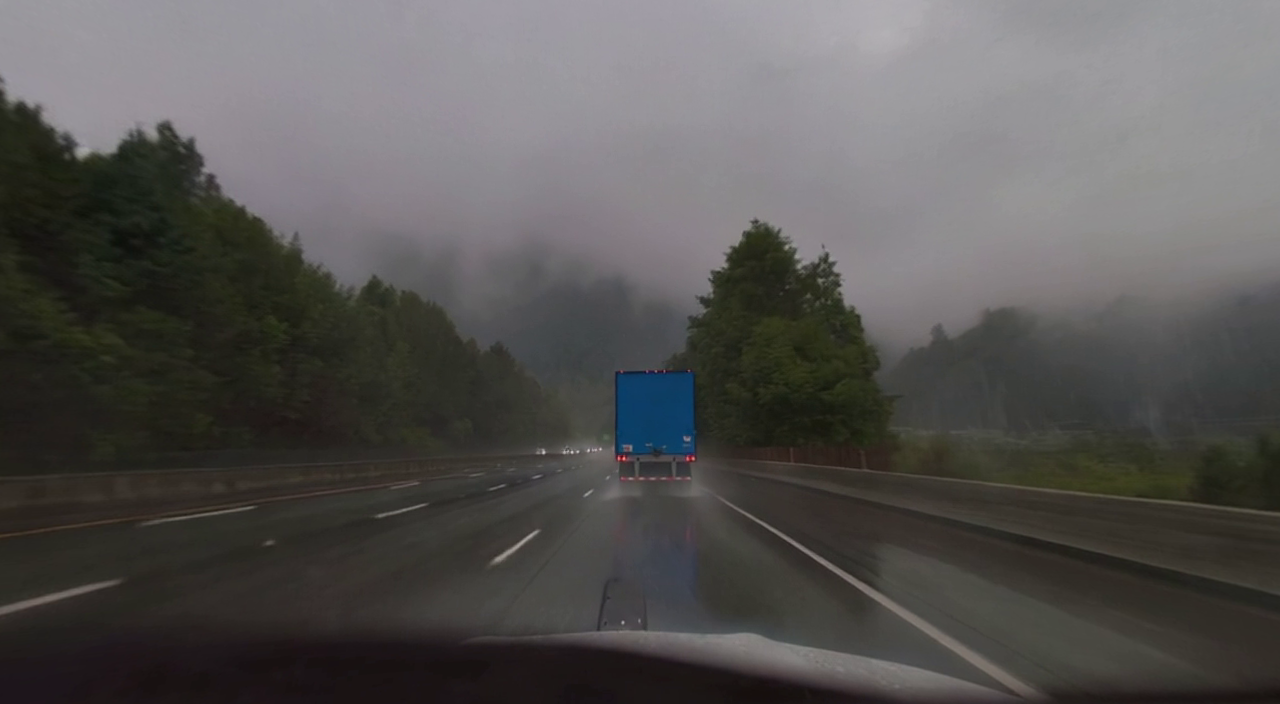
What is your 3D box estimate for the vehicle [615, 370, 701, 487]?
[{"bbox_3d":[0.543,3.386,26.611,2.898,3.973,10.063,0,-9,-1],"label":"vehicle"}]
